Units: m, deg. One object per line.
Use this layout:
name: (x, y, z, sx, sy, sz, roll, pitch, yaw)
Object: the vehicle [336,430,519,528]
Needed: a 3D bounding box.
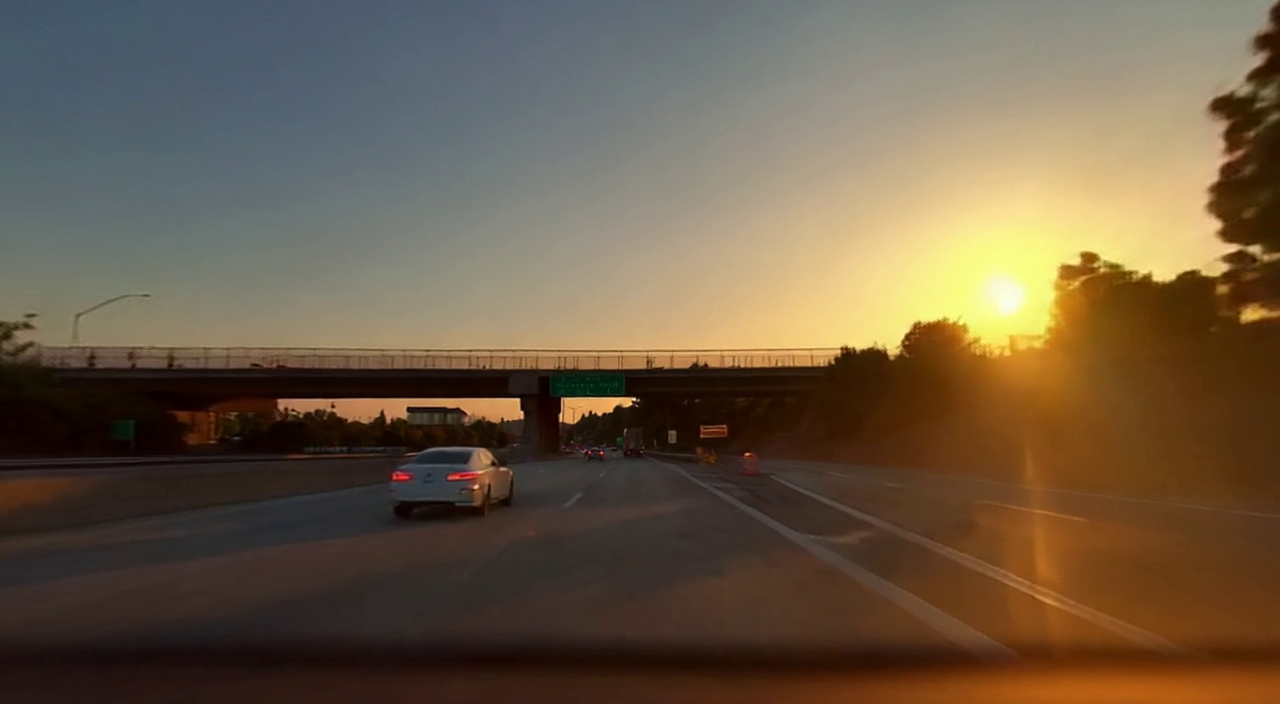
vehicle: (-3.821, 2.365, 12.260, 2.070, 1.564, 4.145, 0, -9, 1)
